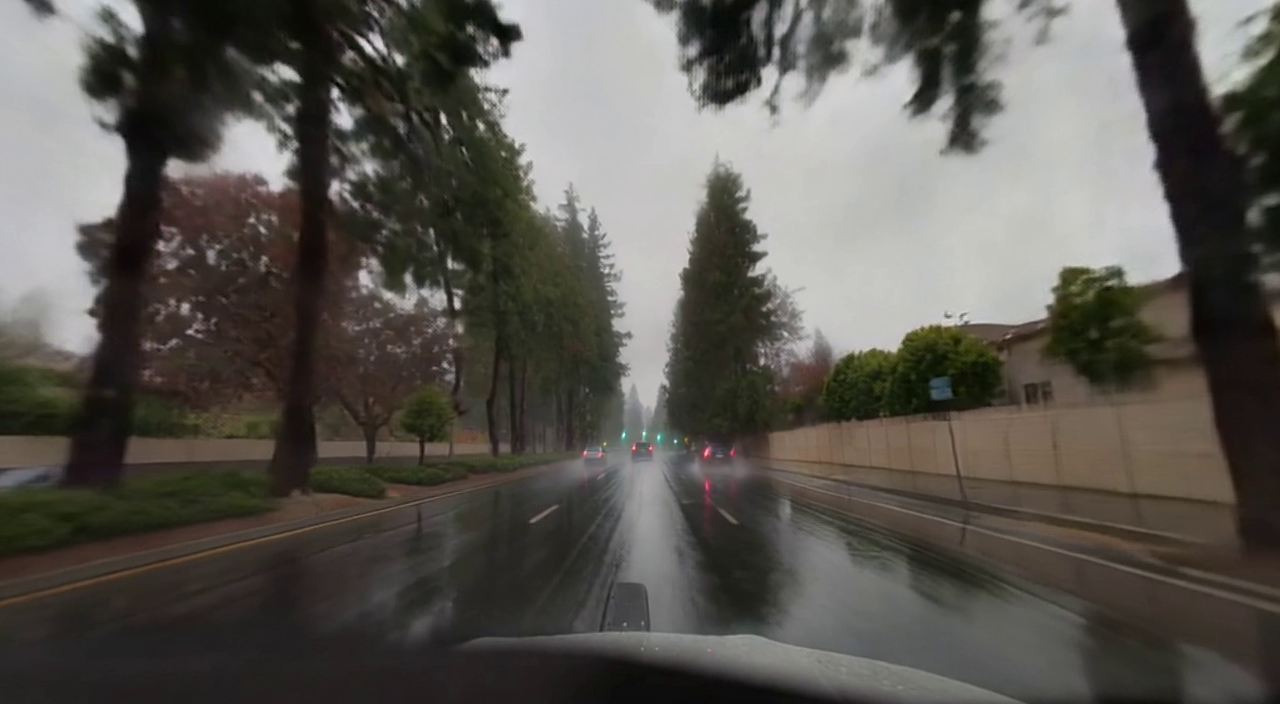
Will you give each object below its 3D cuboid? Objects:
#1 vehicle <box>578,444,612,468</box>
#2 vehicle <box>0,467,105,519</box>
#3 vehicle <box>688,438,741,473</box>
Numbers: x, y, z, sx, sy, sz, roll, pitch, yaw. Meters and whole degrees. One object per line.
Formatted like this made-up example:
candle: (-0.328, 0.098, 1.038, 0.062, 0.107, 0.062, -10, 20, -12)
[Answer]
vehicle: (-2.981, 6.961, 42.392, 1.940, 1.473, 4.133, 0, -9, 1)
vehicle: (-21.088, 4.683, 21.037, 1.960, 1.492, 5.090, 0, -9, 1)
vehicle: (3.831, 5.400, 33.069, 2.182, 1.688, 4.187, 0, -9, -1)
